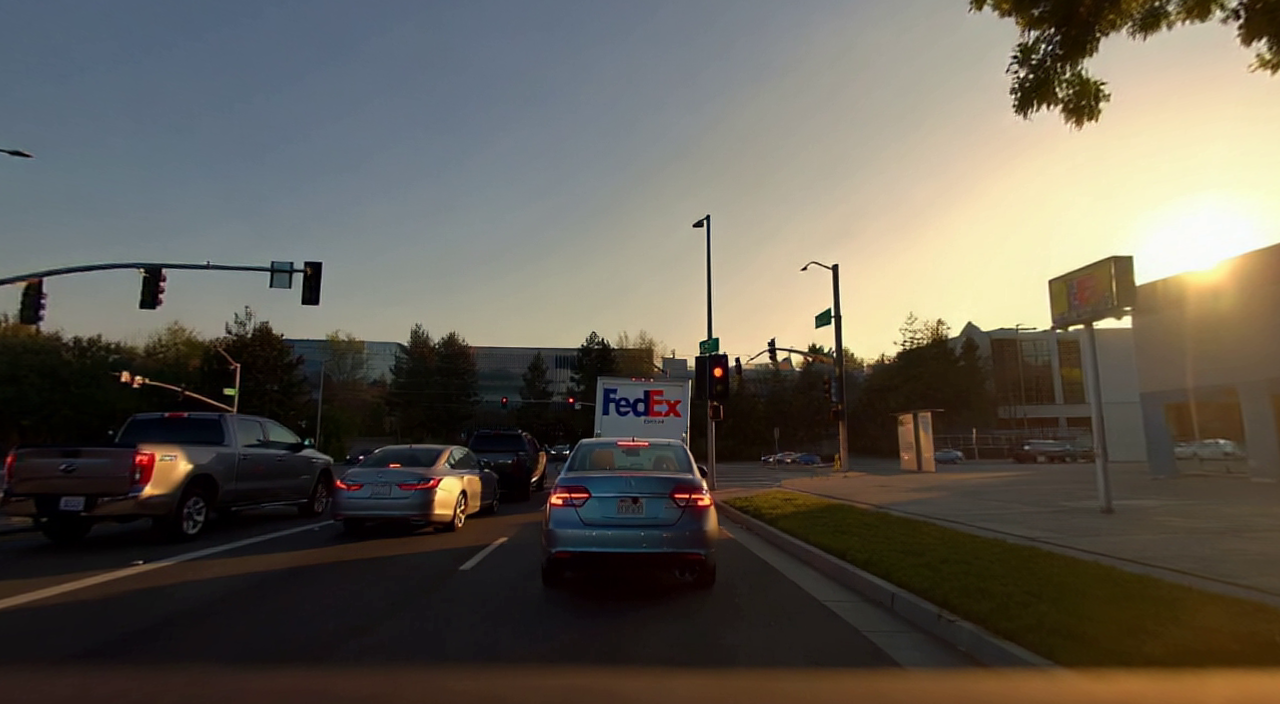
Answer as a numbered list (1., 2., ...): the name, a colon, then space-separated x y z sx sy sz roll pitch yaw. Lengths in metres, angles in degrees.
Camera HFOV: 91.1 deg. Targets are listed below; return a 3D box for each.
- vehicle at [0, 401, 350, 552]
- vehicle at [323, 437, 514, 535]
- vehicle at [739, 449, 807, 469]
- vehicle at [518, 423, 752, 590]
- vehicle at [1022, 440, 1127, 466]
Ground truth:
1. vehicle: -7.282 1.980 10.738 2.125 1.893 5.498 0 -9 -2
2. vehicle: -3.865 2.396 11.932 1.949 1.487 4.390 0 -9 1
3. vehicle: 10.271 8.285 48.647 4.841 1.494 1.829 1 -9 -5
4. vehicle: -0.048 1.746 7.969 2.145 1.513 4.269 0 -9 0
5. vehicle: 25.671 5.971 37.158 4.794 1.481 1.968 1 -8 -3
